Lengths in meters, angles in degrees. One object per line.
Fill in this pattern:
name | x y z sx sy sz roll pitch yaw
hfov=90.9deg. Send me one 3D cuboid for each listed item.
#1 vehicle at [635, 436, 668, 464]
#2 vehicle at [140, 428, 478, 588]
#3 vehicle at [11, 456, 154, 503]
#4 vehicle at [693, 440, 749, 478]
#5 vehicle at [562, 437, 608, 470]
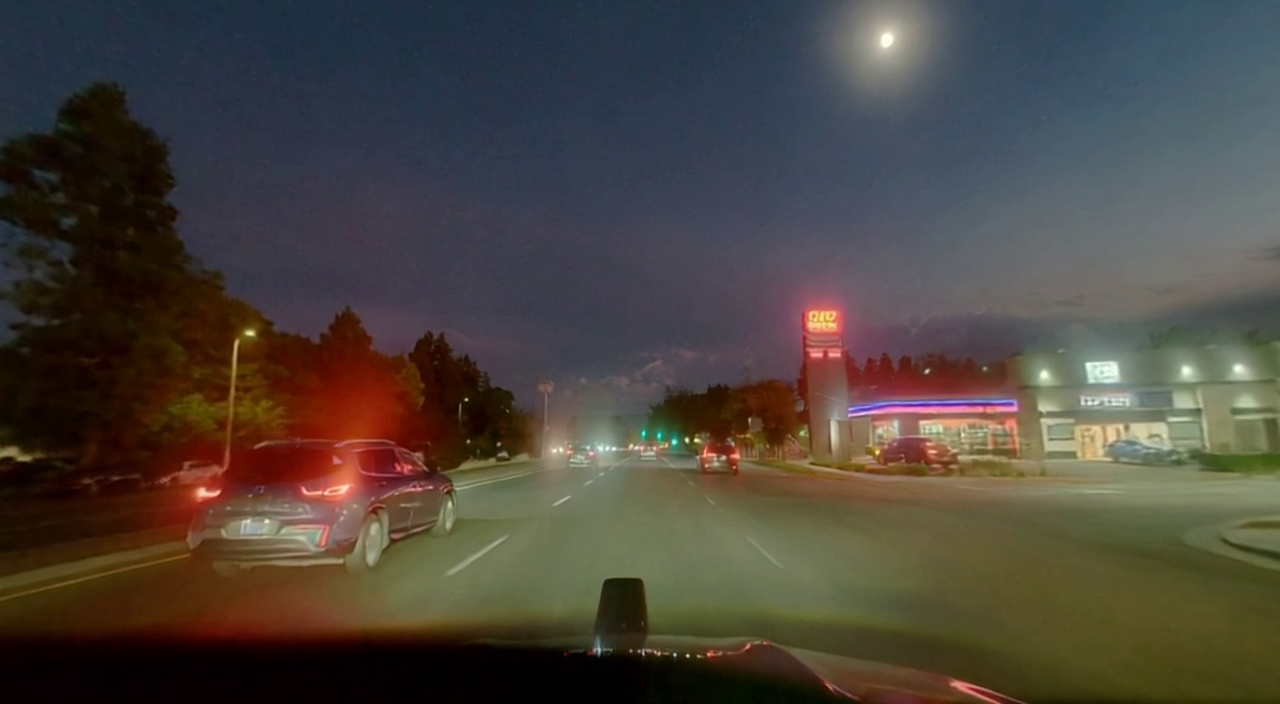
vehicle | 0.780 6.728 43.341 2.193 1.873 4.033 0 -9 1
vehicle | -3.675 1.793 8.141 1.908 1.481 4.351 0 -9 1
vehicle | -22.653 5.149 25.876 1.877 1.467 4.406 -4 -7 1
vehicle | 3.540 4.729 28.110 1.922 1.579 3.642 0 -9 -2
vehicle | -2.969 5.608 34.894 2.026 1.665 4.193 0 -9 2
